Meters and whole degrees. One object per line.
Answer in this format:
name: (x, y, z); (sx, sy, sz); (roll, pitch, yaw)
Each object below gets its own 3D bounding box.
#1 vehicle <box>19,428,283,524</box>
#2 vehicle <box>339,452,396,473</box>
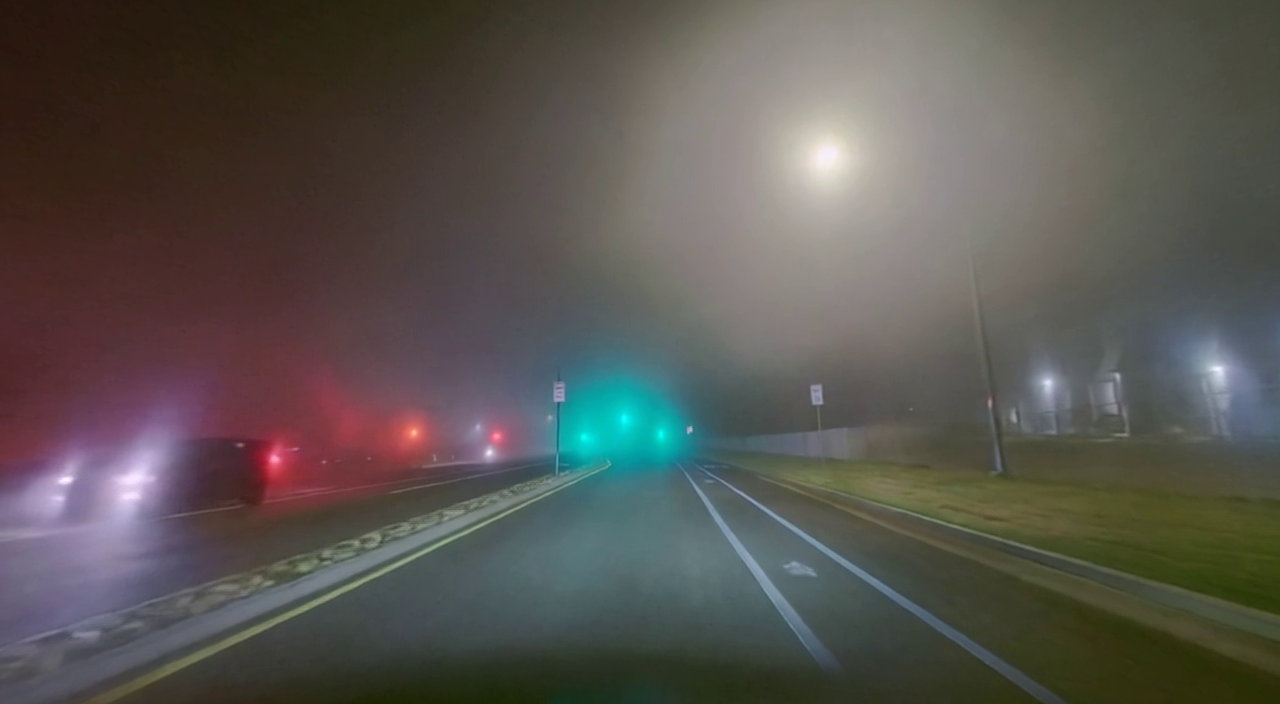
vehicle: (-11.274, 2.860, 15.216); (2.336, 1.905, 4.908); (-1, -8, 1)
vehicle: (-21.288, 8.651, 49.485); (1.919, 1.497, 5.140); (-1, -8, 4)
